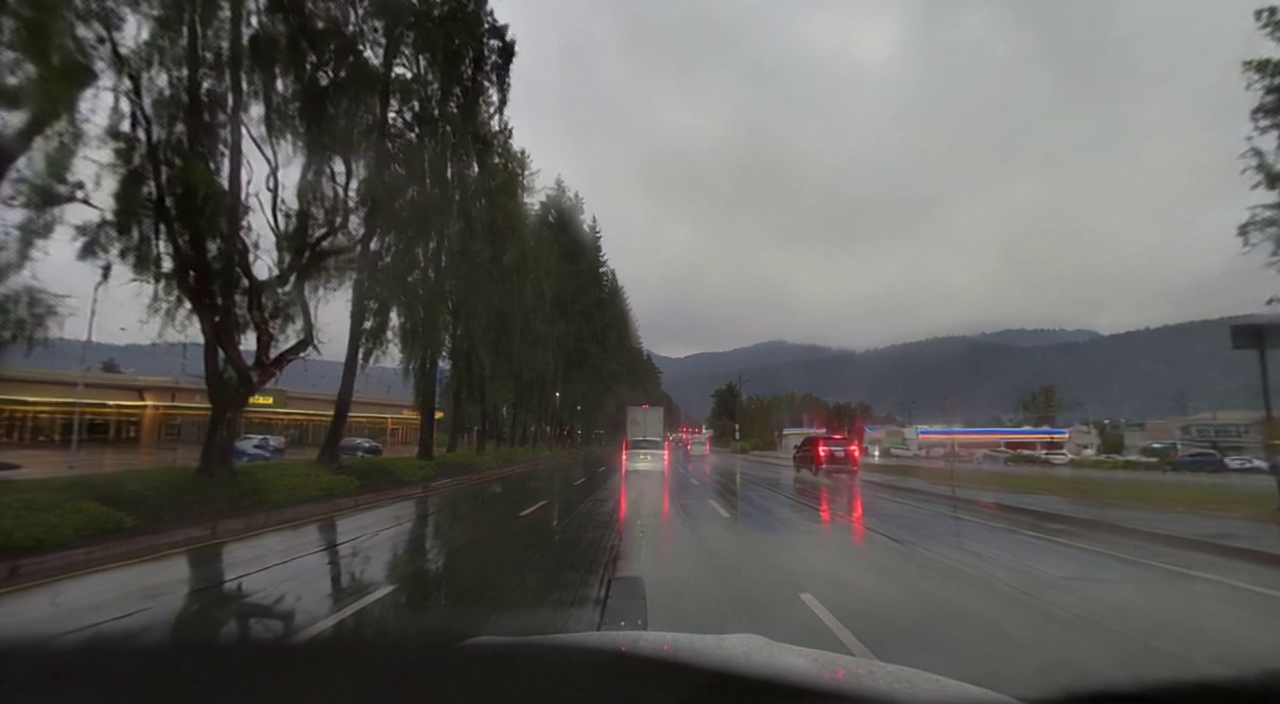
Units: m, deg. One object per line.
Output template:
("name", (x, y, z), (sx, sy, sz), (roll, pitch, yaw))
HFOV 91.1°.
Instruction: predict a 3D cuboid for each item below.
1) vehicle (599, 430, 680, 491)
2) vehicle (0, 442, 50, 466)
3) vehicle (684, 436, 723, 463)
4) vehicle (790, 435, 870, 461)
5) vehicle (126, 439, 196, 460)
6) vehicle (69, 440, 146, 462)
("vehicle", (-0.011, 3.248, 19.105), (2.193, 1.651, 3.946), (0, -8, 0))
("vehicle", (-37.143, 5.949, 36.713), (3.325, 1.360, 1.590), (3, -9, -21))
("vehicle", (4.119, 6.413, 41.326), (2.088, 1.655, 4.360), (0, -8, 0))
("vehicle", (13.091, 6.629, 43.546), (4.887, 1.734, 2.014), (0, -8, 2))
("vehicle", (-35.717, 7.302, 46.895), (3.714, 1.510, 1.917), (4, -9, -23))
("vehicle", (-36.698, 6.849, 43.370), (3.640, 1.447, 1.788), (4, -9, -26))
